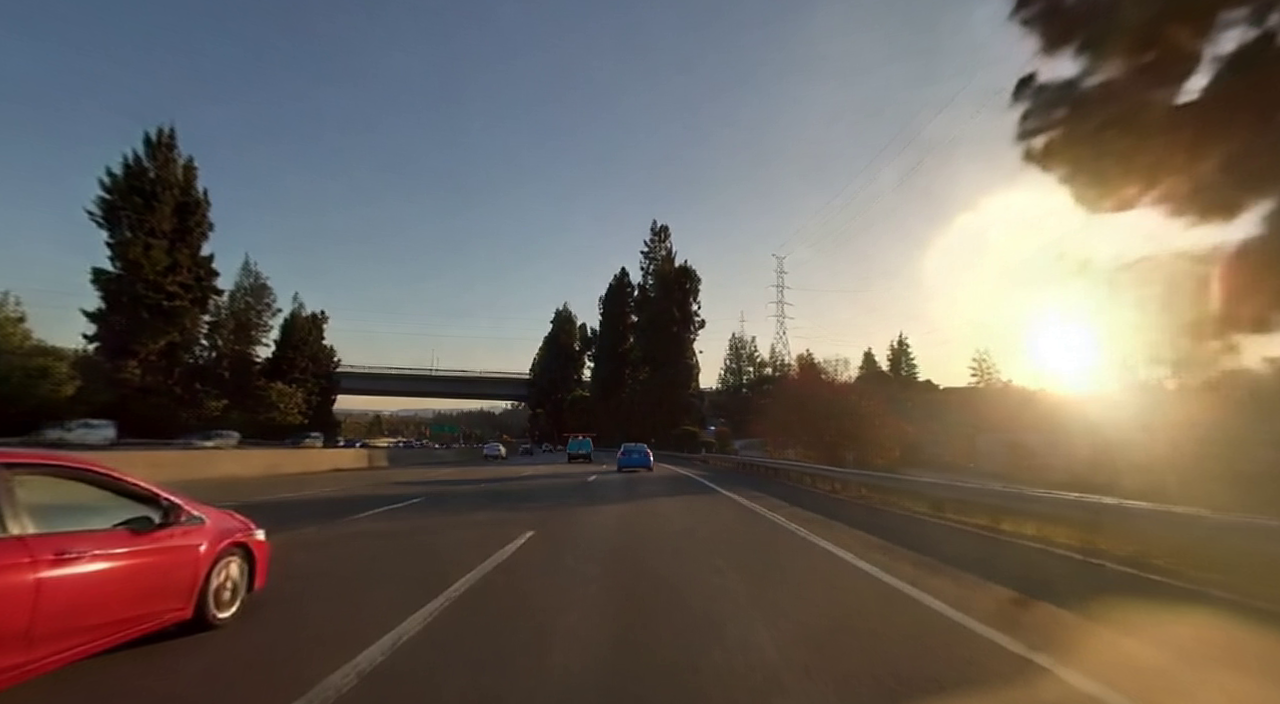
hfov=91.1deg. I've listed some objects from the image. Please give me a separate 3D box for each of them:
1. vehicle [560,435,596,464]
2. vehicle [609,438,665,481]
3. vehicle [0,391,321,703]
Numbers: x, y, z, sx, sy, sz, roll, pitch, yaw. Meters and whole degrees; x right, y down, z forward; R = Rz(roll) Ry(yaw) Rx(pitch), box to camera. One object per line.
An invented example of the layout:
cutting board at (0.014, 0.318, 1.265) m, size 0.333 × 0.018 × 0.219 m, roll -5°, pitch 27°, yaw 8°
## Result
vehicle at (-4.013, 6.381, 41.146) m, size 2.174 × 1.806 × 3.932 m, roll 1°, pitch -9°, yaw -3°
vehicle at (-0.141, 4.092, 24.166) m, size 1.954 × 1.460 × 3.983 m, roll 1°, pitch -9°, yaw -1°
vehicle at (-3.733, 0.954, 2.909) m, size 2.035 × 1.514 × 4.600 m, roll 1°, pitch -9°, yaw 1°
